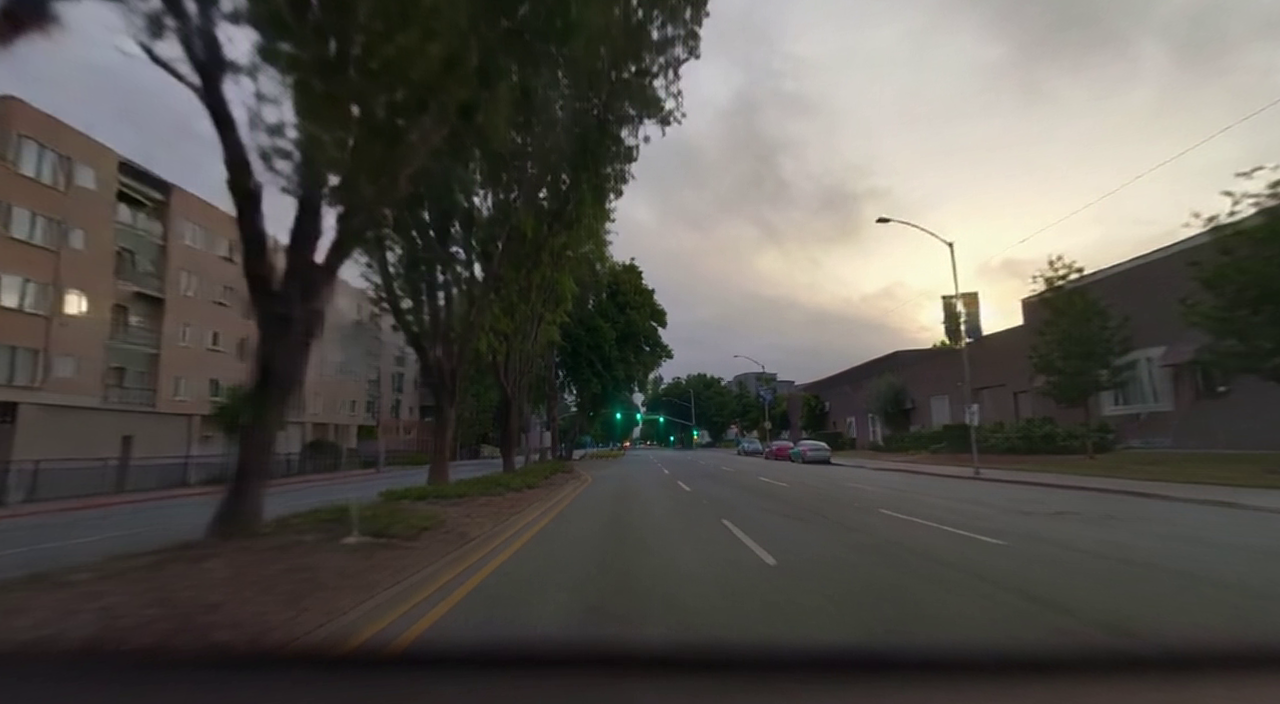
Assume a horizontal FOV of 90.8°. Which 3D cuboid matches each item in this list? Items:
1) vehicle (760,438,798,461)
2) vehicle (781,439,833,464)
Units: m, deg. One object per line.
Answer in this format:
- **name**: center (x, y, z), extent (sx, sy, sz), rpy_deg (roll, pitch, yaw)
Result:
- **vehicle**: center (10.370, 7.309, 47.431), extent (1.889, 1.631, 4.021), rpy_deg (0, -8, 0)
- **vehicle**: center (10.293, 6.187, 39.259), extent (1.956, 1.462, 4.306), rpy_deg (0, -8, -1)
